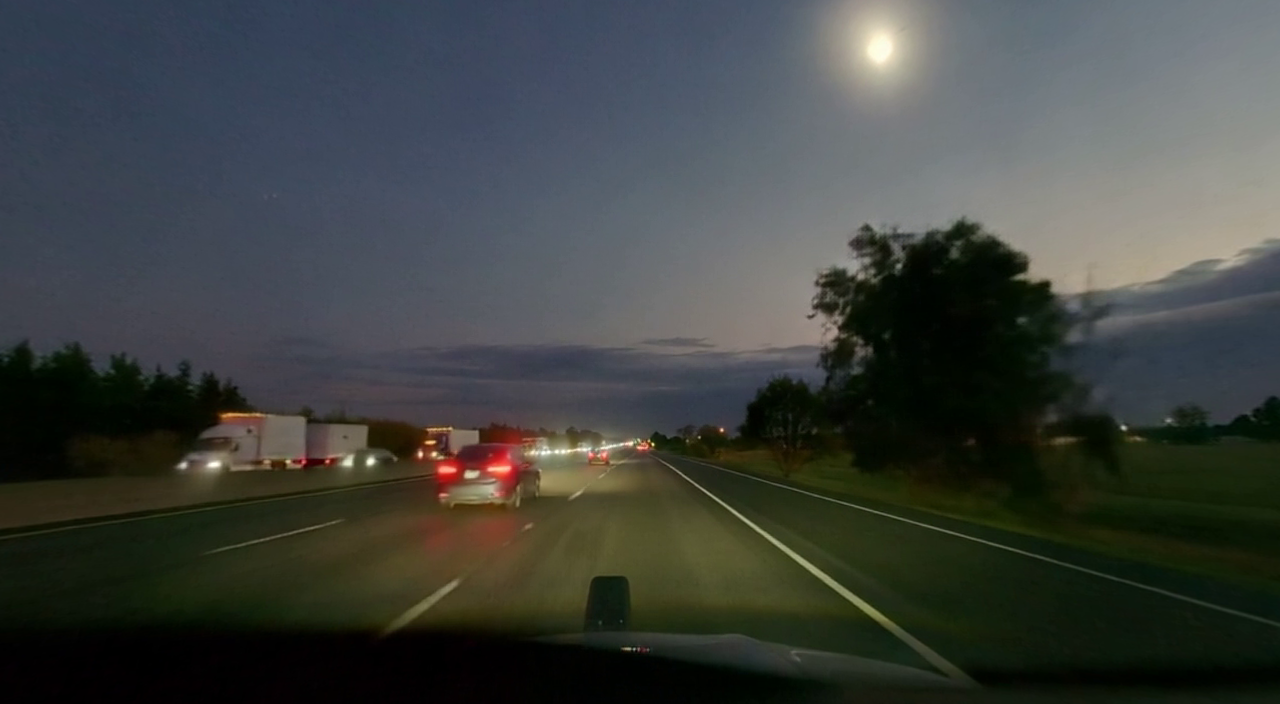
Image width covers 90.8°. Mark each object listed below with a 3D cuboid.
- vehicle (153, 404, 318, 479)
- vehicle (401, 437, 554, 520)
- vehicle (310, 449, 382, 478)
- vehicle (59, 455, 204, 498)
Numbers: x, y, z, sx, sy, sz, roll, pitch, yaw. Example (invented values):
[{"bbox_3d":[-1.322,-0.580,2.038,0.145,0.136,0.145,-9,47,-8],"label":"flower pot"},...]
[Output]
[{"bbox_3d":[-23.415,5.405,37.561,3.037,3.822,10.142,0,-9,0],"label":"vehicle"},{"bbox_3d":[-3.280,2.658,13.736,2.110,1.500,4.259,0,-9,1],"label":"vehicle"},{"bbox_3d":[-15.443,5.839,33.367,1.836,1.395,4.120,0,-9,0],"label":"vehicle"},{"bbox_3d":[-19.302,4.710,24.275,1.834,1.420,4.528,0,-9,-1],"label":"vehicle"}]
